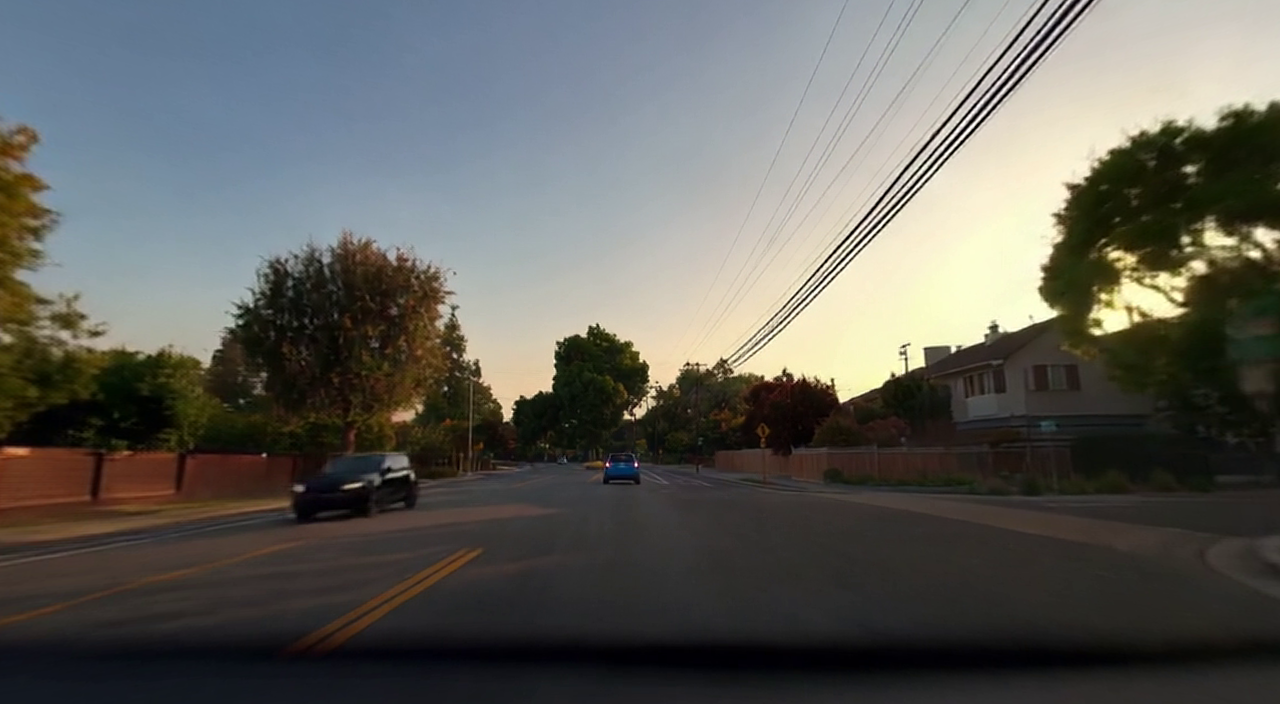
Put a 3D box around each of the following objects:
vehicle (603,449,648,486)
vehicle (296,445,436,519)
[{"bbox_3d":[-0.779,5.802,31.946,2.139,1.699,3.916,0,-8,-3],"label":"vehicle"},{"bbox_3d":[-7.293,3.446,17.373,2.046,1.730,4.310,0,-8,-3],"label":"vehicle"}]
